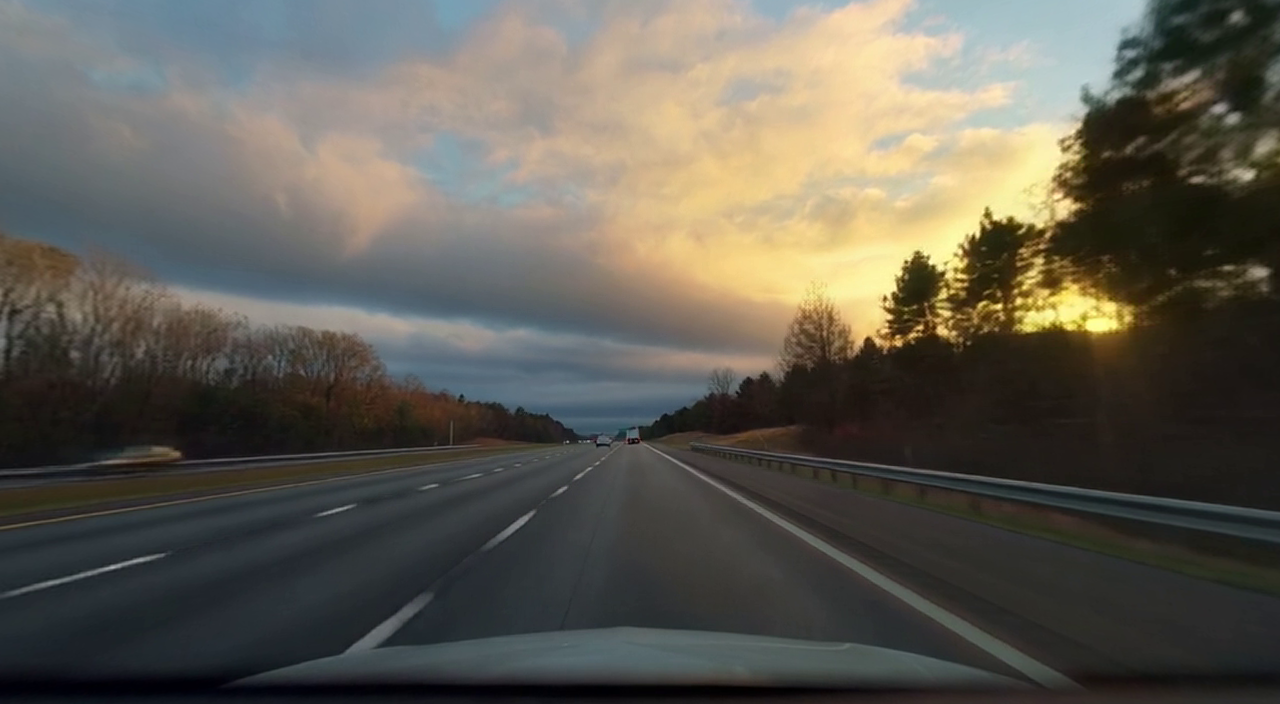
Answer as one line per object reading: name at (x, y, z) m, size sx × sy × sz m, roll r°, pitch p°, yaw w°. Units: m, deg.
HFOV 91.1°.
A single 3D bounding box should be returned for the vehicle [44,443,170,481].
vehicle at (-25.104, 5.162, 29.896) m, size 1.877 × 1.559 × 4.830 m, roll 0°, pitch -8°, yaw -1°
